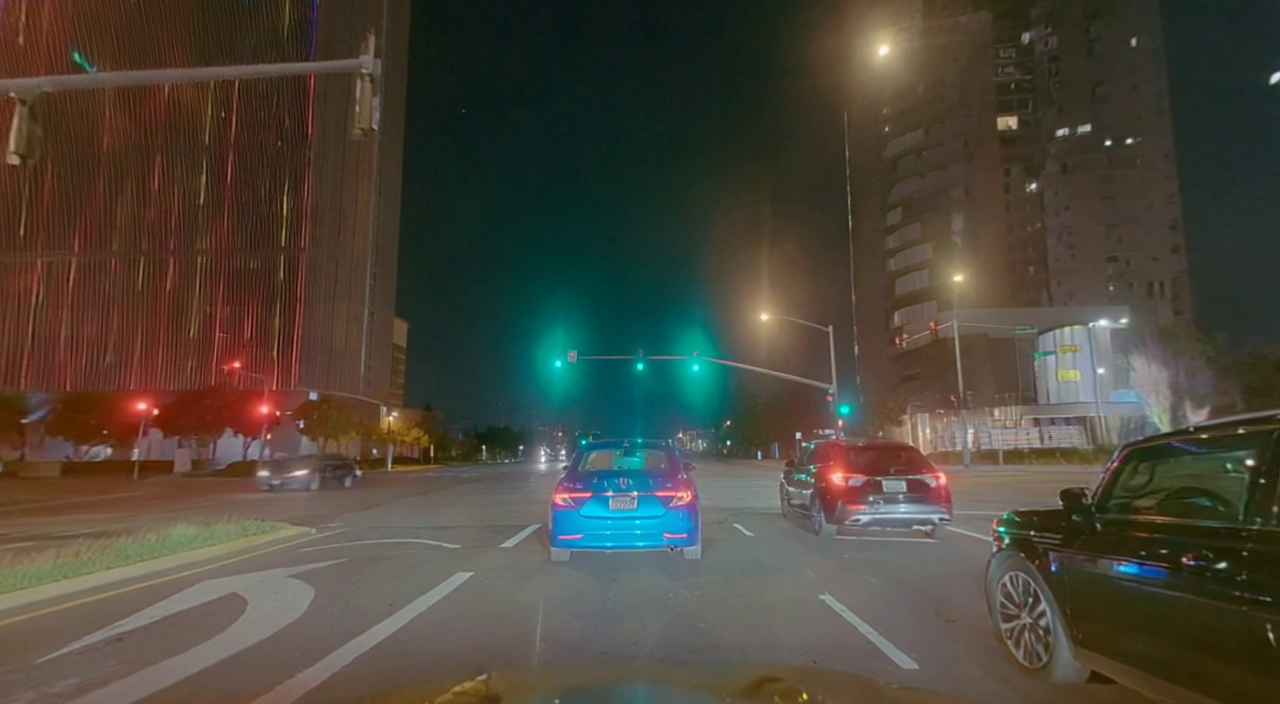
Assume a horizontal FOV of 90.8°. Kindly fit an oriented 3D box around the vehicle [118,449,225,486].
[{"bbox_3d":[-27.480,6.759,37.358,2.300,1.932,5.056,-1,-8,2],"label":"vehicle"}]

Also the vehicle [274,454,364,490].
[{"bbox_3d":[-14.638,5.449,29.097,1.817,1.442,4.371,0,-8,0],"label":"vehicle"}]

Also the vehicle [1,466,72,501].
[{"bbox_3d":[-27.999,6.081,29.449,1.972,1.433,4.324,8,-12,-39],"label":"vehicle"}]

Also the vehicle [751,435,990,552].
[{"bbox_3d":[3.221,2.065,10.009,2.009,1.414,4.416,0,-8,-2],"label":"vehicle"}]

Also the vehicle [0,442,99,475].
[{"bbox_3d":[-35.727,6.331,37.715,2.145,1.797,5.198,-1,-9,1],"label":"vehicle"}]

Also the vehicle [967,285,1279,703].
[{"bbox_3d":[3.012,0.633,1.576,2.047,1.785,4.357,0,-8,0],"label":"vehicle"}]

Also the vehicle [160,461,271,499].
[{"bbox_3d":[-19.075,5.766,28.701,1.942,1.453,4.448,0,-8,0],"label":"vehicle"}]

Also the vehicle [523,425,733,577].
[{"bbox_3d":[-0.138,1.788,8.348,2.095,1.502,3.873,0,-8,0],"label":"vehicle"}]
